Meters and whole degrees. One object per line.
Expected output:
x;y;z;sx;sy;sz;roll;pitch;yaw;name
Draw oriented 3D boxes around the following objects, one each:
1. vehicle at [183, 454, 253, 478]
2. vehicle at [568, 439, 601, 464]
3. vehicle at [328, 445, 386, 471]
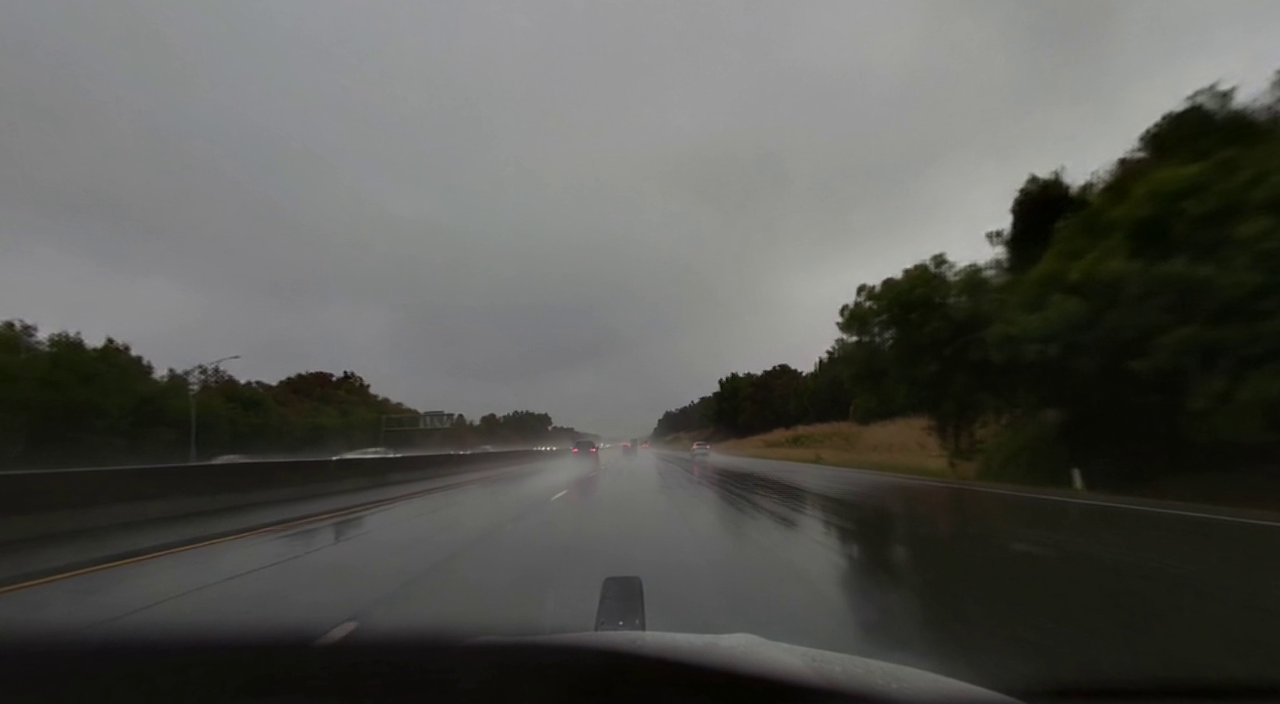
-28.936;7.831;43.487;1.828;1.483;4.344;0;-9;-1;vehicle
-4.098;7.458;47.292;2.114;1.774;4.427;0;-9;0;vehicle
-21.578;8.065;48.381;2.148;1.872;4.857;0;-9;0;vehicle
